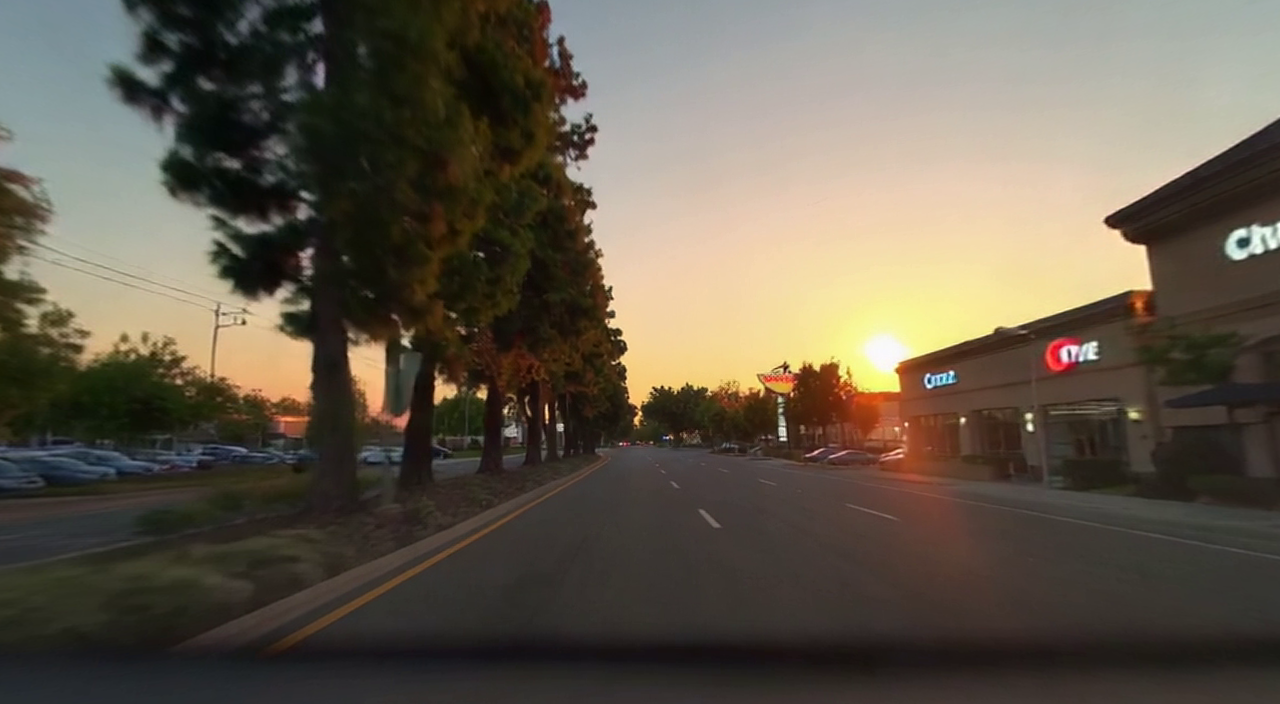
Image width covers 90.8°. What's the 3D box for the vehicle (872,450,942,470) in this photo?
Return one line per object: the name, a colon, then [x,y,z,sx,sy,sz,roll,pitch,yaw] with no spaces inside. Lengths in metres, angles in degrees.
vehicle: [20.468,8.309,48.606,4.500,1.456,1.962,0,-9,1]
